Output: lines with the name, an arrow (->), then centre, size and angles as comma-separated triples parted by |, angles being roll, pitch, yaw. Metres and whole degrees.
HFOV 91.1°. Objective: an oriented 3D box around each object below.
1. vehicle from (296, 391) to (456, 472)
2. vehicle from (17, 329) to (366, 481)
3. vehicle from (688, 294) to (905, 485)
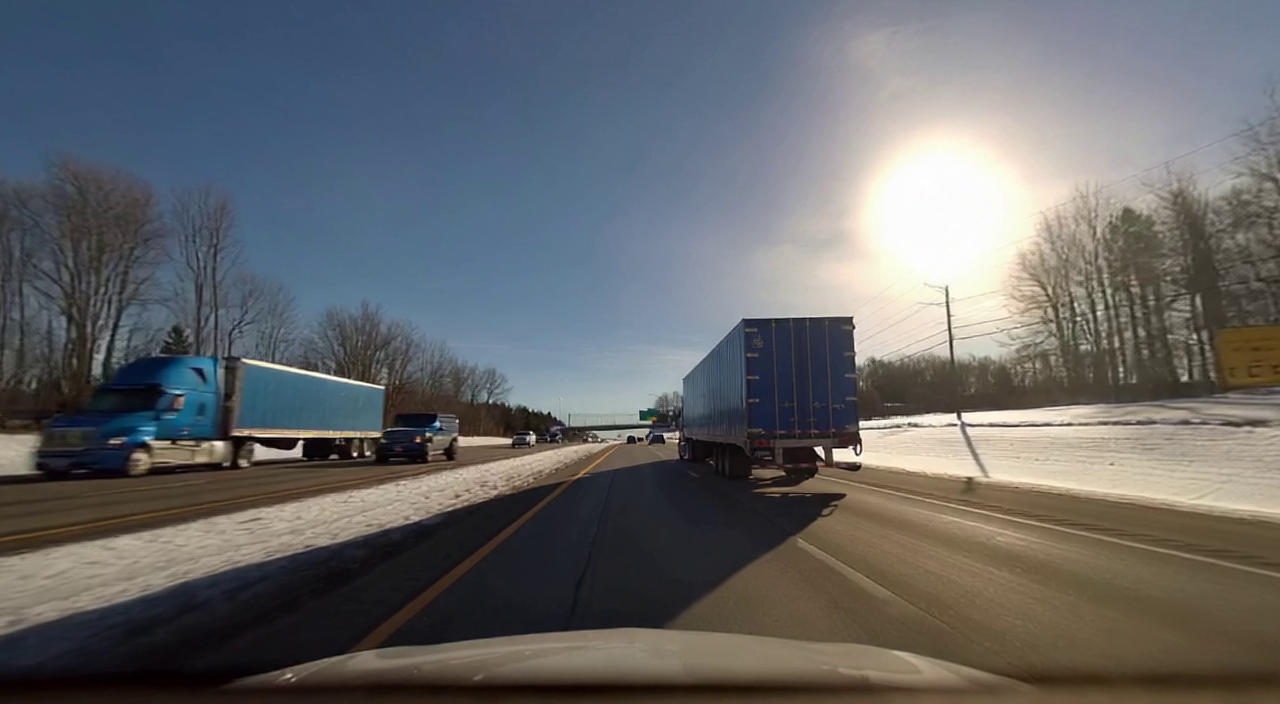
vehicle -> -8.325, 2.655, 20.832 | 2.365, 2.256, 6.553 | 0, -8, 1
vehicle -> -13.453, 2.081, 21.279 | 2.970, 3.689, 12.131 | 0, -8, -1
vehicle -> 4.098, 1.953, 22.528 | 3.203, 4.273, 17.131 | 0, -8, -1
